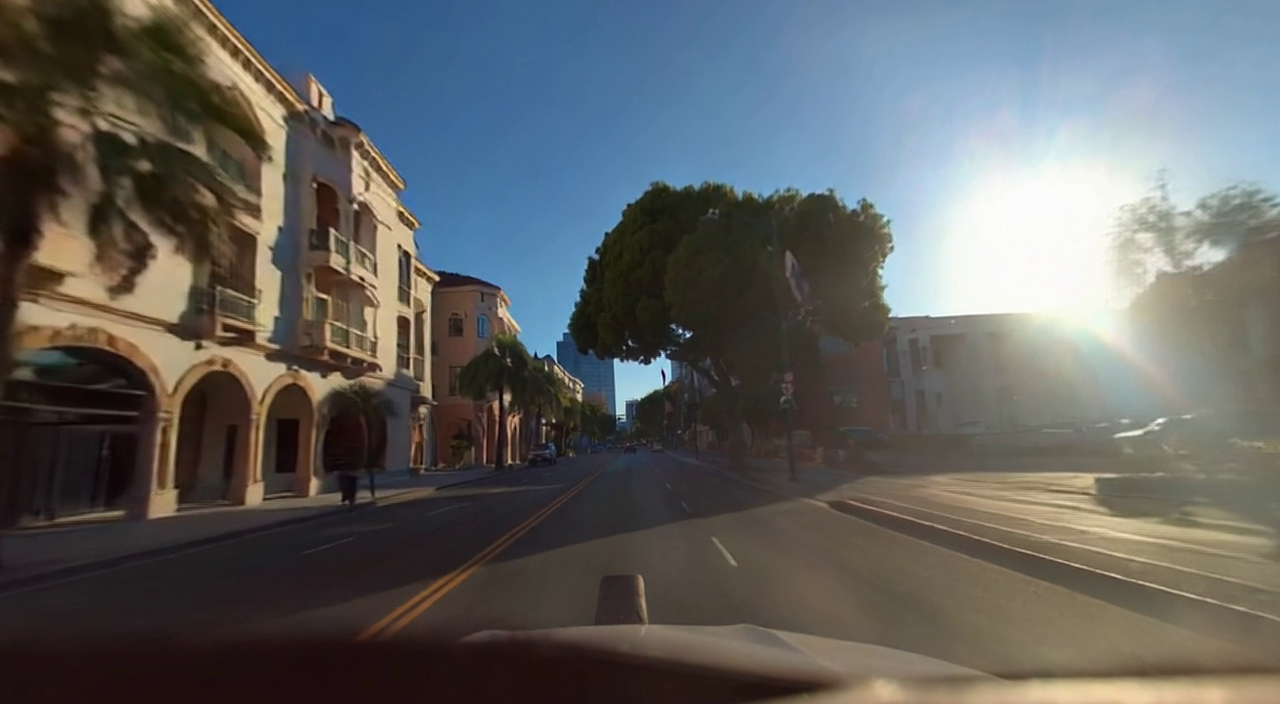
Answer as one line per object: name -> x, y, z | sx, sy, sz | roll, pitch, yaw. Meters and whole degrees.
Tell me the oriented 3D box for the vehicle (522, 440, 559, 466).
vehicle -> -6.927, 7.115, 44.468 | 1.946, 1.640, 4.430 | -2, -9, -1
